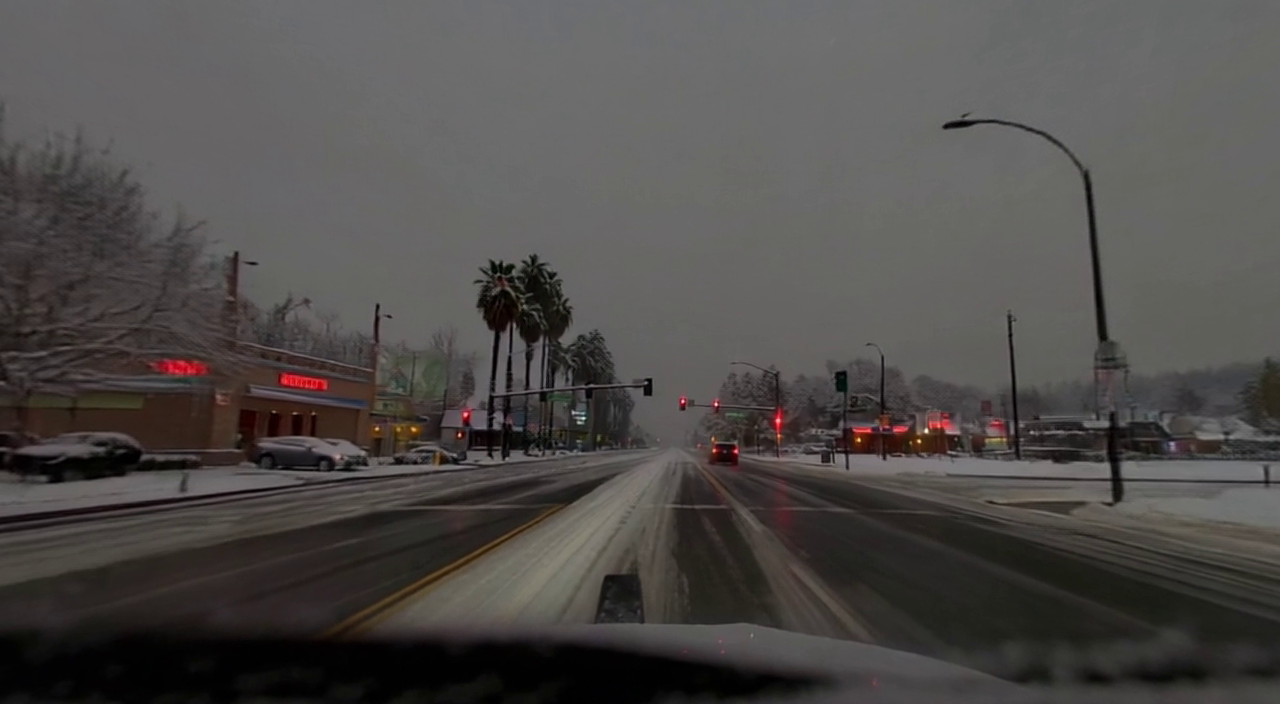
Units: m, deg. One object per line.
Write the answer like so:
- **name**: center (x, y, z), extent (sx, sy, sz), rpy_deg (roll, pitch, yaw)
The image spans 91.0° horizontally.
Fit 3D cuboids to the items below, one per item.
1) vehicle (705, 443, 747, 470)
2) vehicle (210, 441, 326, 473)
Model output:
- **vehicle**: center (5.100, 6.226, 37.828), extent (2.065, 1.507, 4.225), rpy_deg (0, -9, 1)
- **vehicle**: center (-17.582, 4.987, 29.918), extent (4.277, 1.453, 1.913), rpy_deg (0, -9, 1)
